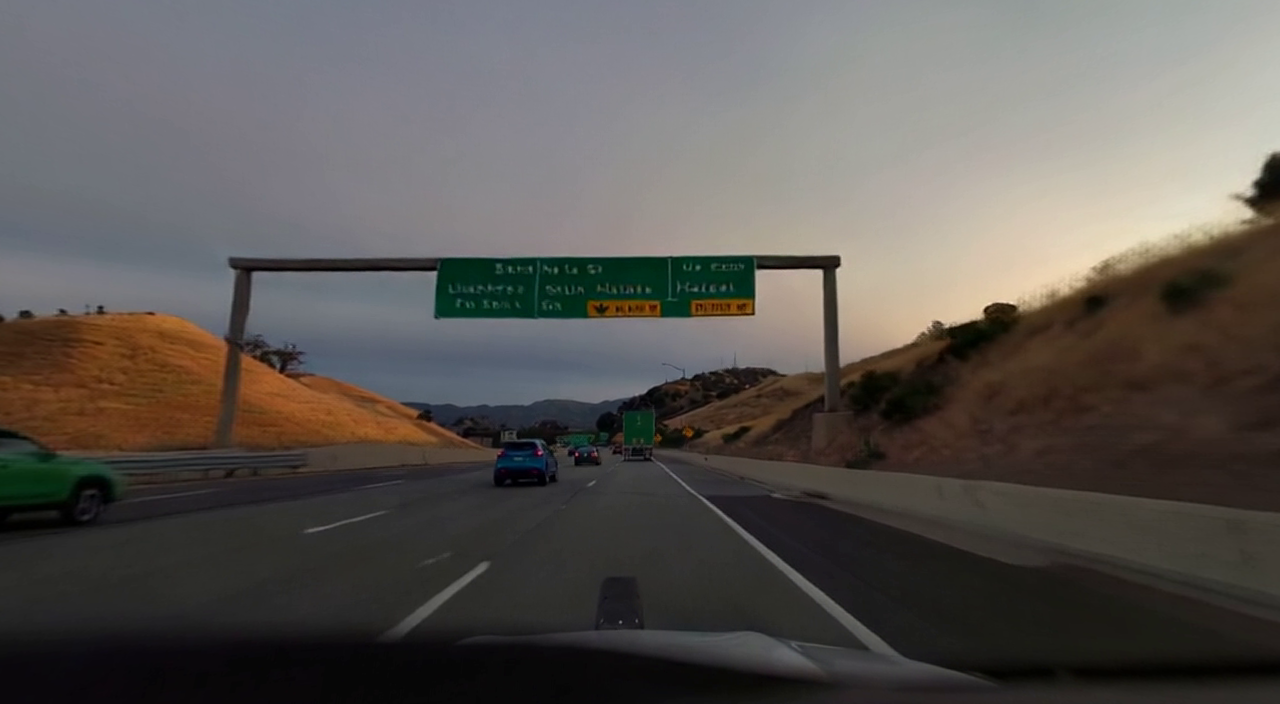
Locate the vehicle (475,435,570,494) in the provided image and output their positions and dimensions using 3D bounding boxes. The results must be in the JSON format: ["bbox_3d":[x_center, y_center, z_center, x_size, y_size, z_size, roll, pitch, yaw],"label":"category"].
[{"bbox_3d":[-3.756,3.696,21.122,2.194,1.725,4.698,0,-9,1],"label":"vehicle"}]
